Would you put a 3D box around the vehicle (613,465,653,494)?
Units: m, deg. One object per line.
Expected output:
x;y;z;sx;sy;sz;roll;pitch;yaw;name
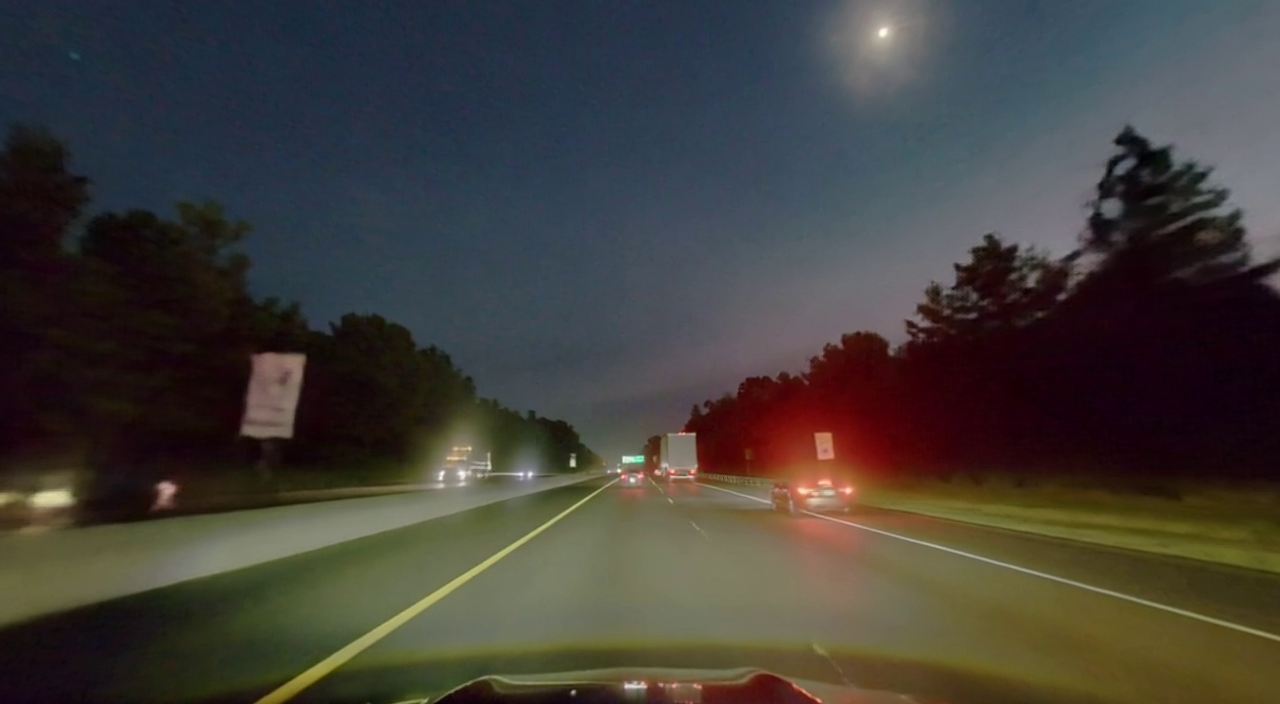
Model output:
-0.400;6.893;34.281;2.010;1.436;3.973;1;-10;-1;vehicle

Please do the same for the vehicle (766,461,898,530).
4.650;3.547;16.022;1.897;1.476;4.334;1;-10;-1;vehicle

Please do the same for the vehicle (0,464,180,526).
-16.412;4.186;18.887;1.910;1.585;4.351;1;-10;0;vehicle
